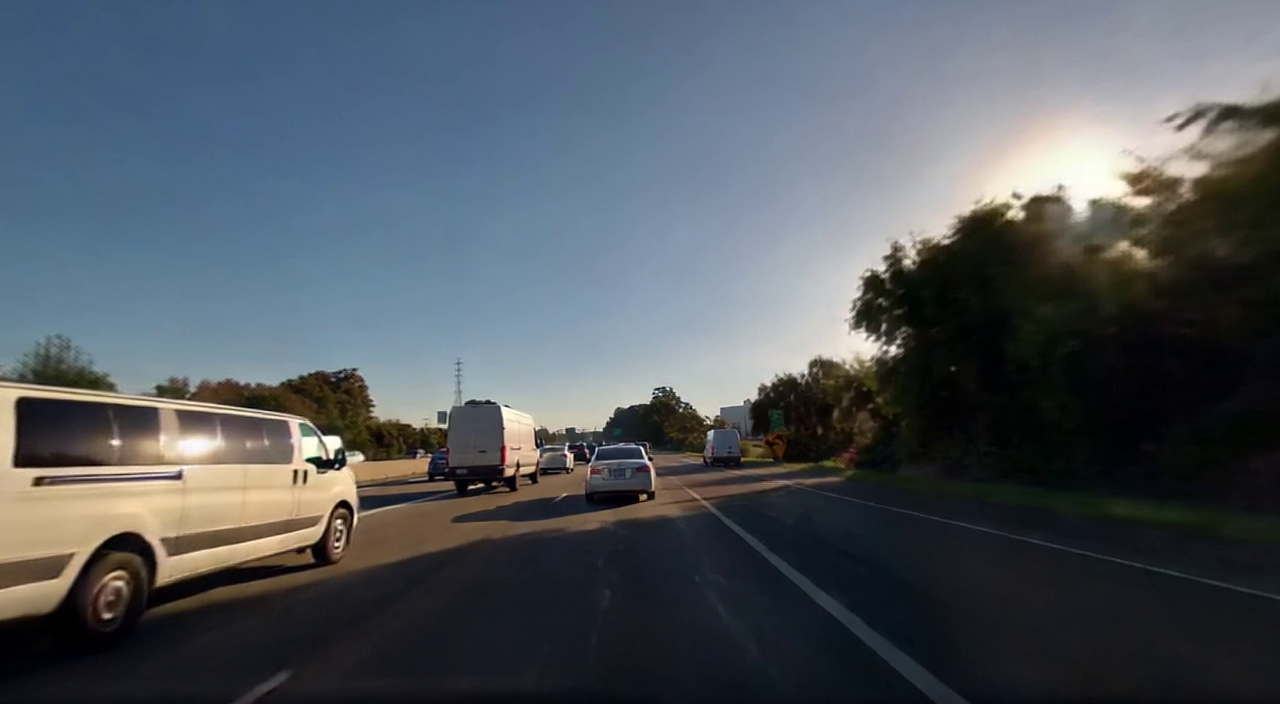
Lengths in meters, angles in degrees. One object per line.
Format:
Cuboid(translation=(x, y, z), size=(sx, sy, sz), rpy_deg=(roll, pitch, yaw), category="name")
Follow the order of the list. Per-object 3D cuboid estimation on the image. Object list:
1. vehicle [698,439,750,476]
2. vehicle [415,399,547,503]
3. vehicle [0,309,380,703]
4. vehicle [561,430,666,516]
Cuboid(translation=(4.223, 5.399, 32.294), size=(2.003, 1.754, 4.134), rpy_deg=(0, -9, -1), category="vehicle")
Cuboid(translation=(-4.547, 3.037, 19.498), size=(2.248, 2.626, 6.837), rpy_deg=(0, -9, 0), category="vehicle")
Cuboid(translation=(-4.047, 1.021, 4.528), size=(2.253, 1.892, 4.823), rpy_deg=(0, -9, 0), category="vehicle")
Cuboid(translation=(-0.517, 2.721, 14.547), size=(2.093, 1.695, 3.782), rpy_deg=(0, -9, 0), category="vehicle")
